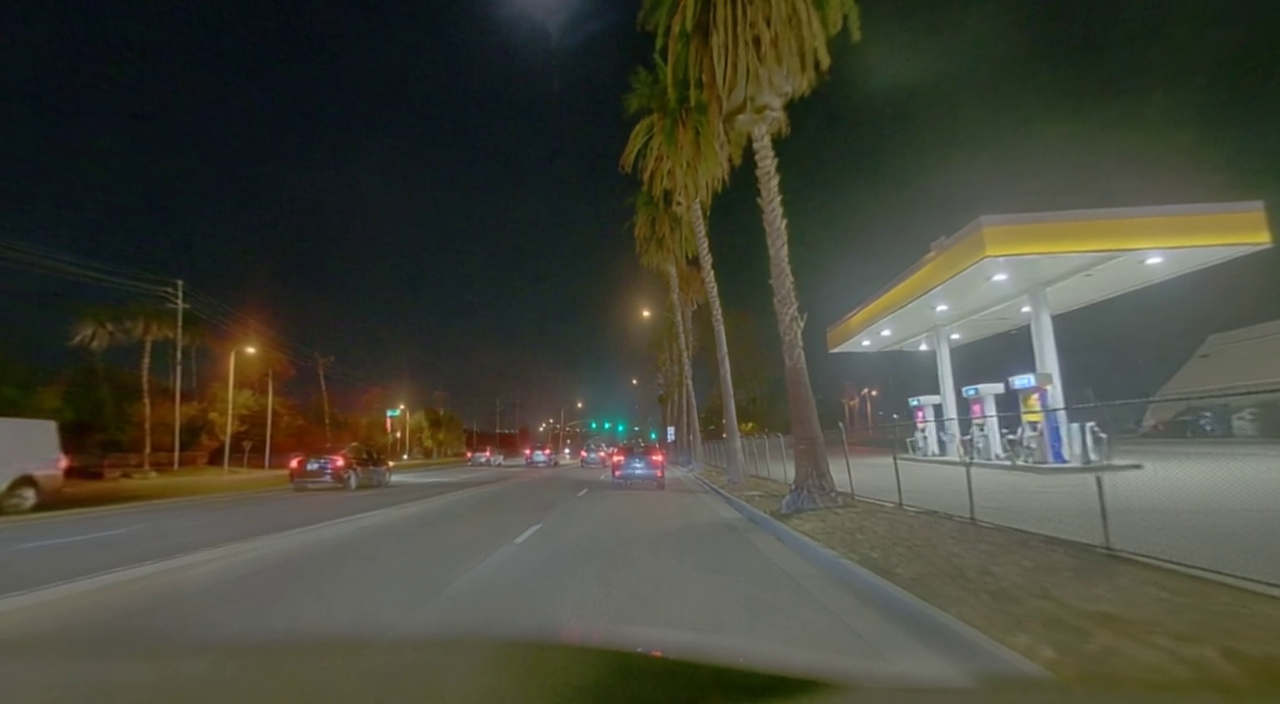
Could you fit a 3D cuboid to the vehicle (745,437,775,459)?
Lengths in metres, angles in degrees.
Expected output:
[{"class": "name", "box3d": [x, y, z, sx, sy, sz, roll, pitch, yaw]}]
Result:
[{"class": "vehicle", "box3d": [8.261, 6.544, 42.971, 1.837, 1.416, 3.947, -2, -9, 12]}]

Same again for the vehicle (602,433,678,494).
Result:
[{"class": "vehicle", "box3d": [0.037, 3.447, 19.726, 2.121, 1.710, 3.893, 0, -9, 1]}]

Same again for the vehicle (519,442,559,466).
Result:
[{"class": "vehicle", "box3d": [-7.186, 7.288, 45.094, 2.099, 1.608, 4.420, 0, -9, 1]}]

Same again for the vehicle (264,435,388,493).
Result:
[{"class": "vehicle", "box3d": [-10.585, 3.797, 21.596, 1.965, 1.743, 4.327, 0, -9, 1]}]

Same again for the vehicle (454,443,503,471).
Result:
[{"class": "vehicle", "box3d": [-10.813, 7.047, 42.420, 1.998, 1.731, 4.952, 0, -9, 0]}]
